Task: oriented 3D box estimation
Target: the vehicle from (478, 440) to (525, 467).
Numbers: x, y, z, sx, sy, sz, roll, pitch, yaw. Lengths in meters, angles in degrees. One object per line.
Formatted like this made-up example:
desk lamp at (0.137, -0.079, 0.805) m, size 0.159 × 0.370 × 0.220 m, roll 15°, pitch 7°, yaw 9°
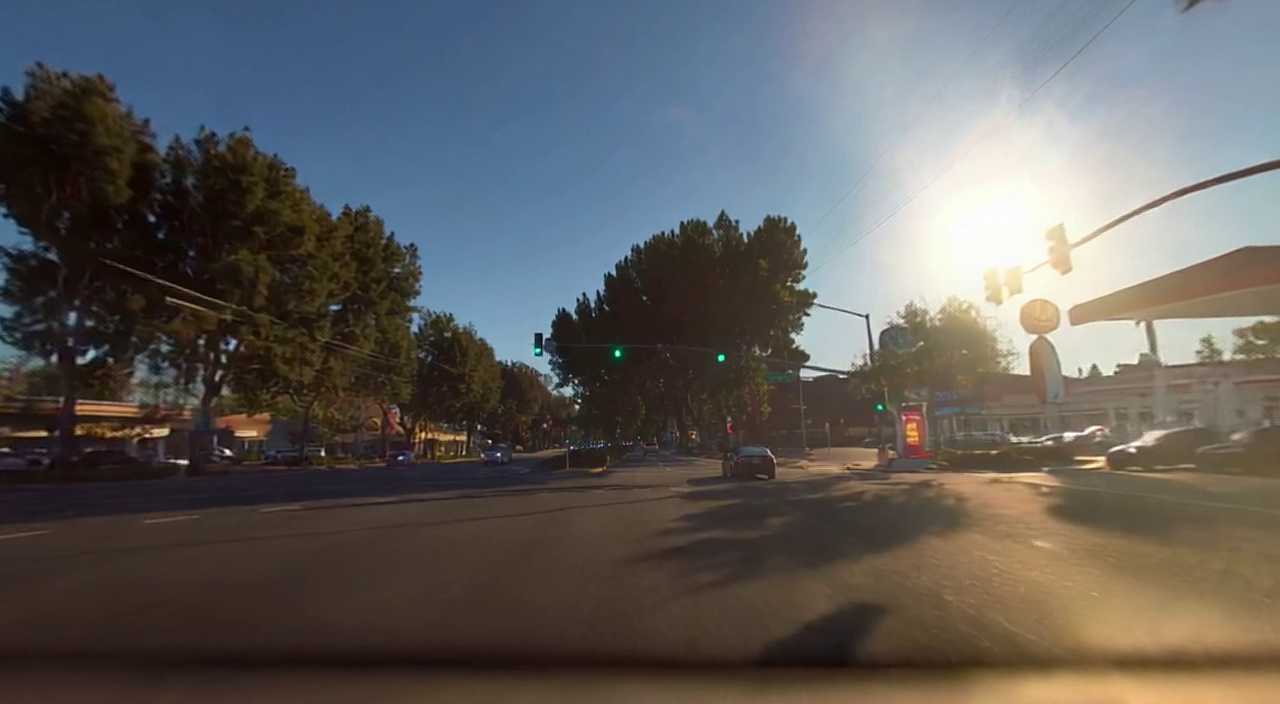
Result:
vehicle at (-8.572, 6.318, 39.323) m, size 1.913 × 1.478 × 4.312 m, roll -4°, pitch -9°, yaw 0°

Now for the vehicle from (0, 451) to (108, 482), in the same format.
vehicle at (-38.898, 7.475, 41.496) m, size 5.871 × 1.874 × 2.157 m, roll 7°, pitch -11°, yaw -39°

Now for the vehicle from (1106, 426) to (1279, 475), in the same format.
vehicle at (18.329, 3.203, 20.619) m, size 4.533 × 1.485 × 1.916 m, roll -3°, pitch -9°, yaw 19°
